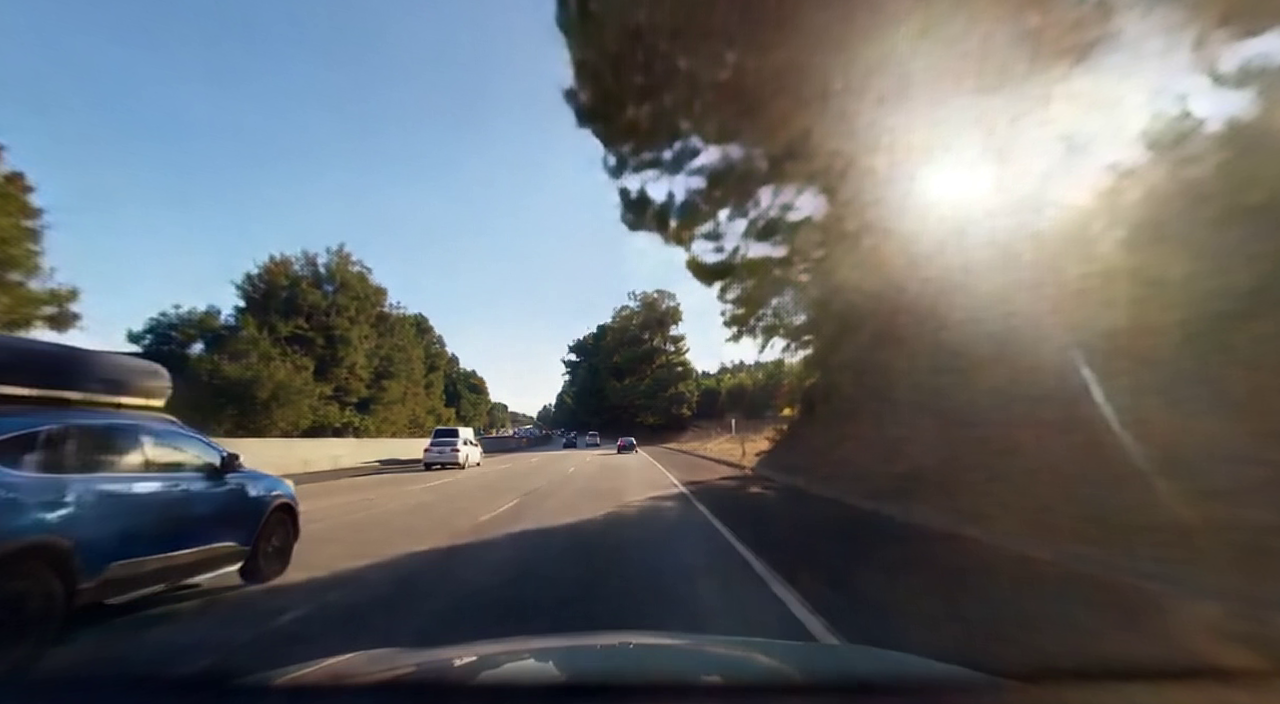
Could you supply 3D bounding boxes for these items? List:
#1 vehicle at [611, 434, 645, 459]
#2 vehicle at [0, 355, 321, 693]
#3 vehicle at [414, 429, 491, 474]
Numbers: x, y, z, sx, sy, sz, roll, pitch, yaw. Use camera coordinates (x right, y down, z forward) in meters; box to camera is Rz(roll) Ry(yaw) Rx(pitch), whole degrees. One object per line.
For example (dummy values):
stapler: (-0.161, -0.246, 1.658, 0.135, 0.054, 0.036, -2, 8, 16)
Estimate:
vehicle: (-0.805, 6.460, 43.239, 2.178, 1.658, 3.916, 0, -8, -1)
vehicle: (-4.393, 1.033, 4.271, 2.069, 1.748, 4.652, 0, -8, -1)
vehicle: (-7.939, 4.227, 27.140, 1.964, 1.745, 4.338, 0, -8, 0)
